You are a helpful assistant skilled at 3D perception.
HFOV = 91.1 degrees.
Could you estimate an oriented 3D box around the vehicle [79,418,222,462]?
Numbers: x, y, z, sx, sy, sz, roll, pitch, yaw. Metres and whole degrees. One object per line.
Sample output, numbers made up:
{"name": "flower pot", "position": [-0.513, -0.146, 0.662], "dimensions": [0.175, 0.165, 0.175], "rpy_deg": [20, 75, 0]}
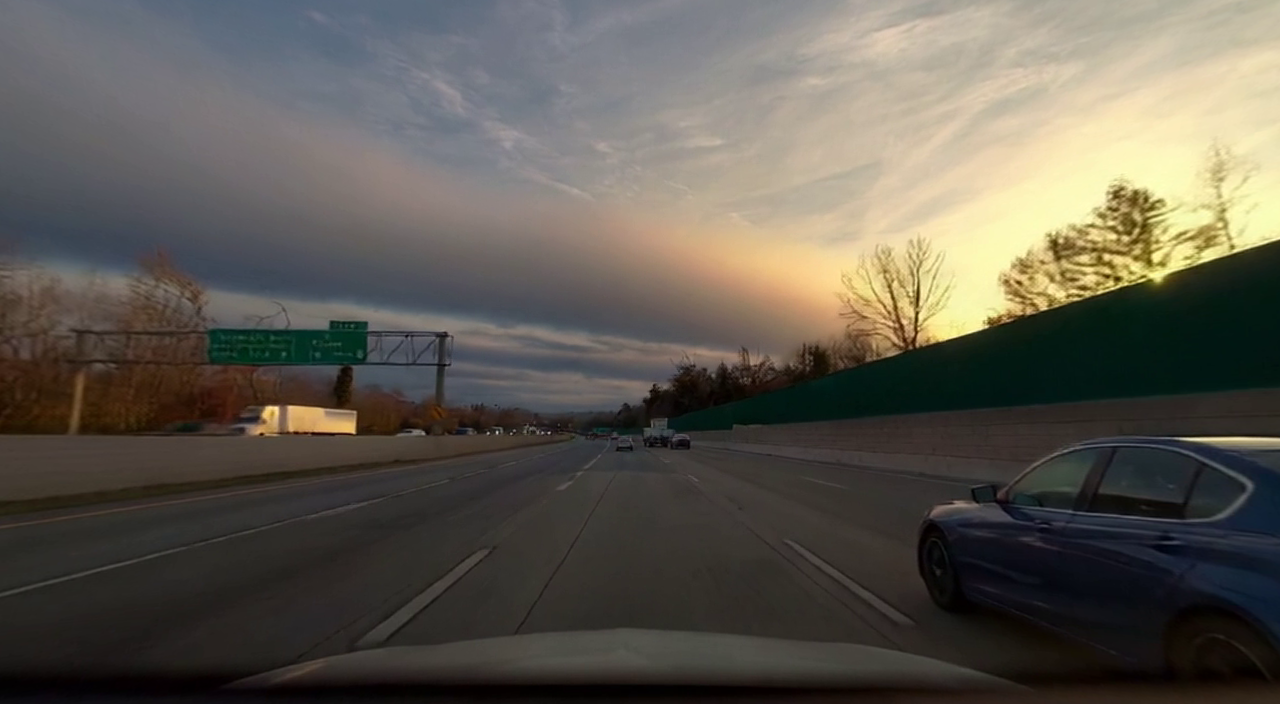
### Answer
{"name": "vehicle", "position": [-18.484, 3.362, 24.063], "dimensions": [1.976, 1.523, 4.359], "rpy_deg": [0, -8, -1]}
